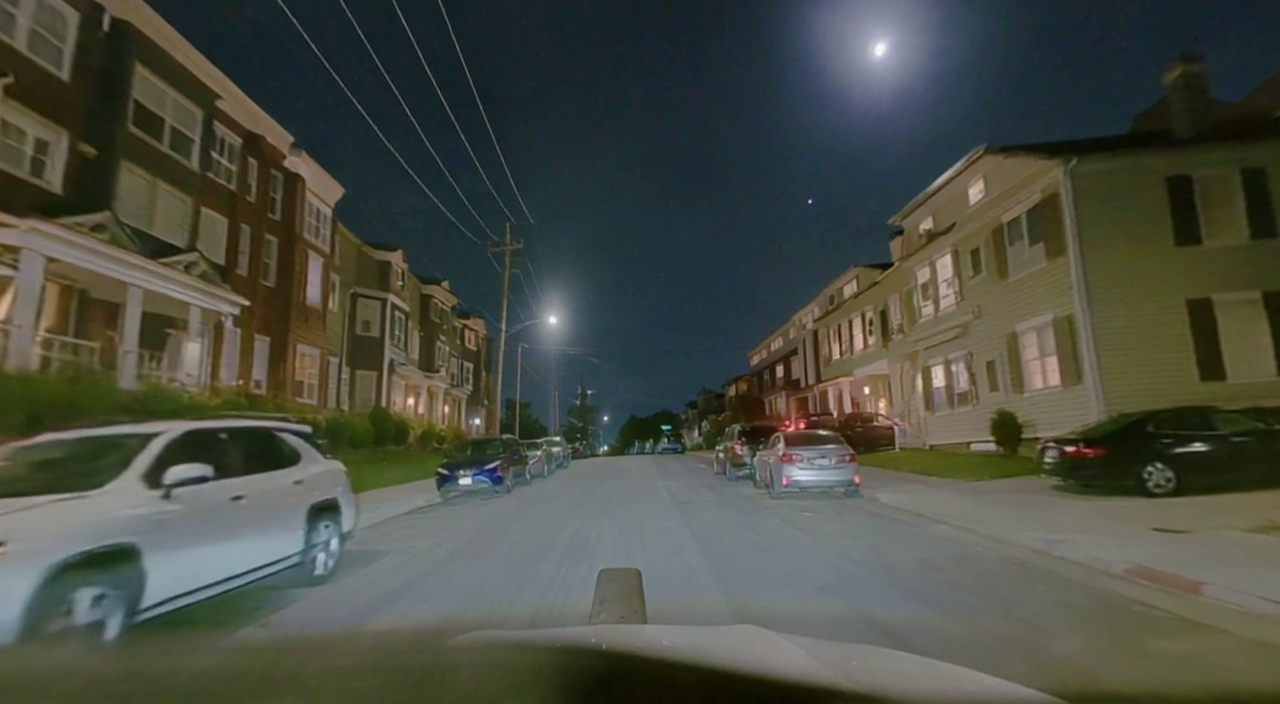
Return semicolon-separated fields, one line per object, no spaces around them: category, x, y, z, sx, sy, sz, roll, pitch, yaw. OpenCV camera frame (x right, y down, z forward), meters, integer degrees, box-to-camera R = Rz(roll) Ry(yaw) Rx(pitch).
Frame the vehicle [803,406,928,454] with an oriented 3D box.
vehicle;8.836;3.101;25.054;4.170;1.811;1.978;0;-9;-1

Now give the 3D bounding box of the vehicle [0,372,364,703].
vehicle;-4.067;1.227;4.624;2.030;1.733;4.925;-3;-7;-2

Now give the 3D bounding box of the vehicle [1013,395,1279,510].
vehicle;9.089;1.549;10.157;4.881;1.513;2.008;-2;-8;-3

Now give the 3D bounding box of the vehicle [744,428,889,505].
vehicle;3.625;2.451;13.928;2.083;1.407;4.506;-1;-9;3

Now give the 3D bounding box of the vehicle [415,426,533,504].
vehicle;-4.358;3.081;17.371;2.031;1.708;4.746;-3;-10;-1
